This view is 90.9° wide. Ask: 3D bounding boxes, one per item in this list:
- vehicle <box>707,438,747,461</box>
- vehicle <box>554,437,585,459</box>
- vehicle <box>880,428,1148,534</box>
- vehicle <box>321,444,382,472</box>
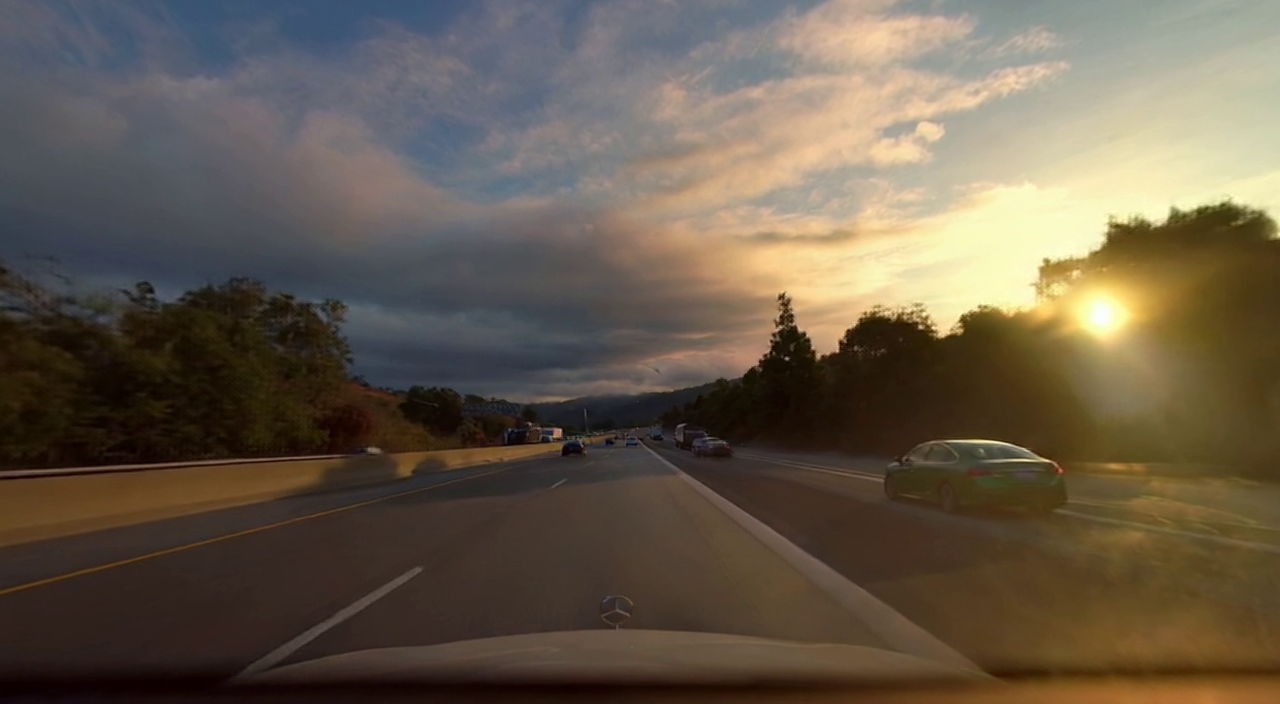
[{"bbox_3d":[5.660,6.391,41.509,1.920,1.436,3.890,0,-8,-2],"label":"vehicle"},{"bbox_3d":[-5.263,7.164,47.376,1.966,1.570,3.859,0,-8,-1],"label":"vehicle"},{"bbox_3d":[6.142,2.124,11.122,2.028,1.488,4.236,0,-8,-2],"label":"vehicle"},{"bbox_3d":[-16.204,5.939,35.538,1.729,1.424,3.547,0,-8,0],"label":"vehicle"}]
